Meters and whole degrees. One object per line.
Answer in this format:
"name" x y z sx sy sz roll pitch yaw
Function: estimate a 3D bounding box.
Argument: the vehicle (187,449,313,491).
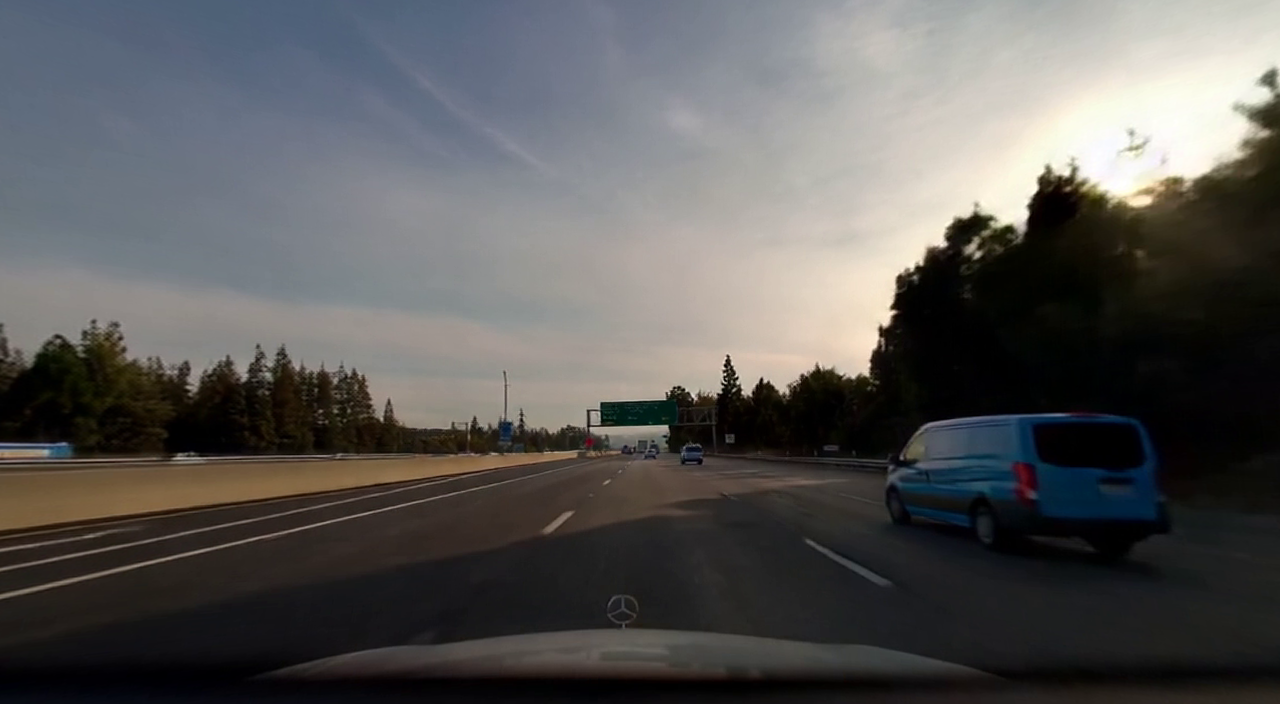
"vehicle" -15.142 4.579 24.830 1.903 1.486 4.666 0 -9 1

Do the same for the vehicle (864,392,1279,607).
"vehicle" 4.578 1.584 7.589 1.971 1.795 4.389 0 -9 -3
